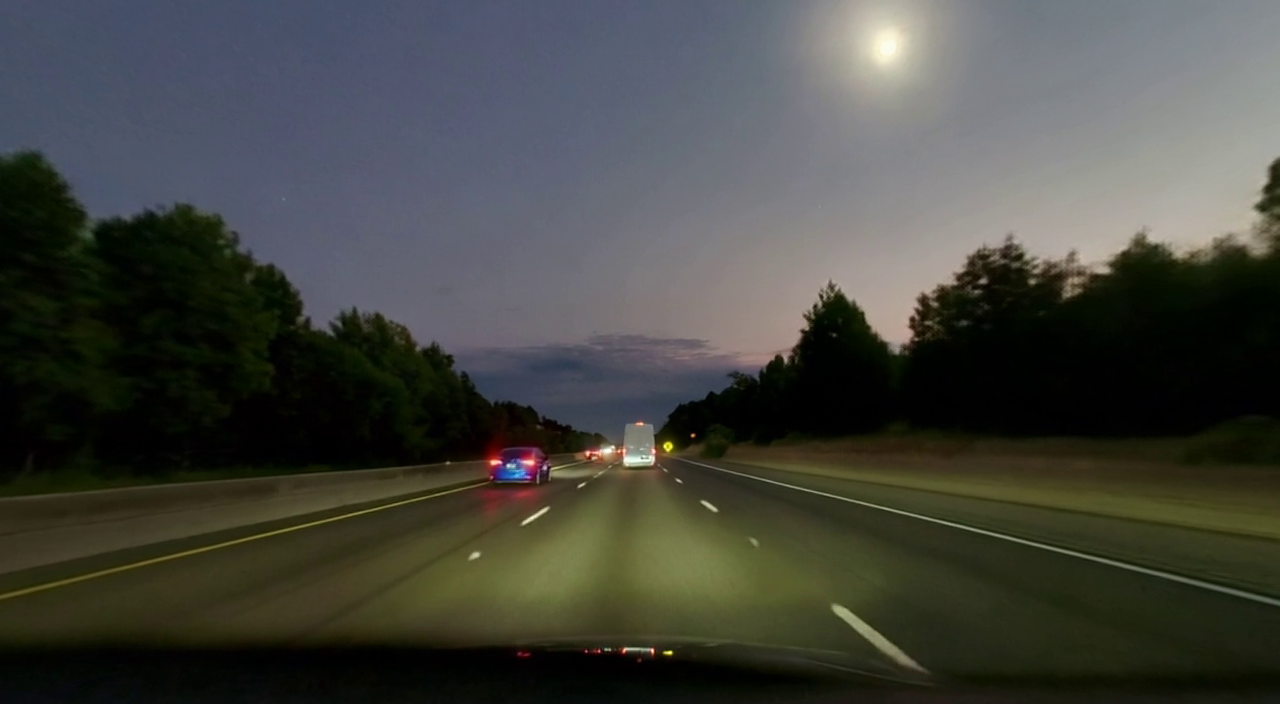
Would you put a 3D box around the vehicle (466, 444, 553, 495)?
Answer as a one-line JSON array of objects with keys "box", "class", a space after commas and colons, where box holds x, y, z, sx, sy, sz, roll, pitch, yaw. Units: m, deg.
[{"box": [-4.278, 3.918, 21.430, 1.916, 1.506, 4.476, 0, -9, 1], "class": "vehicle"}]
